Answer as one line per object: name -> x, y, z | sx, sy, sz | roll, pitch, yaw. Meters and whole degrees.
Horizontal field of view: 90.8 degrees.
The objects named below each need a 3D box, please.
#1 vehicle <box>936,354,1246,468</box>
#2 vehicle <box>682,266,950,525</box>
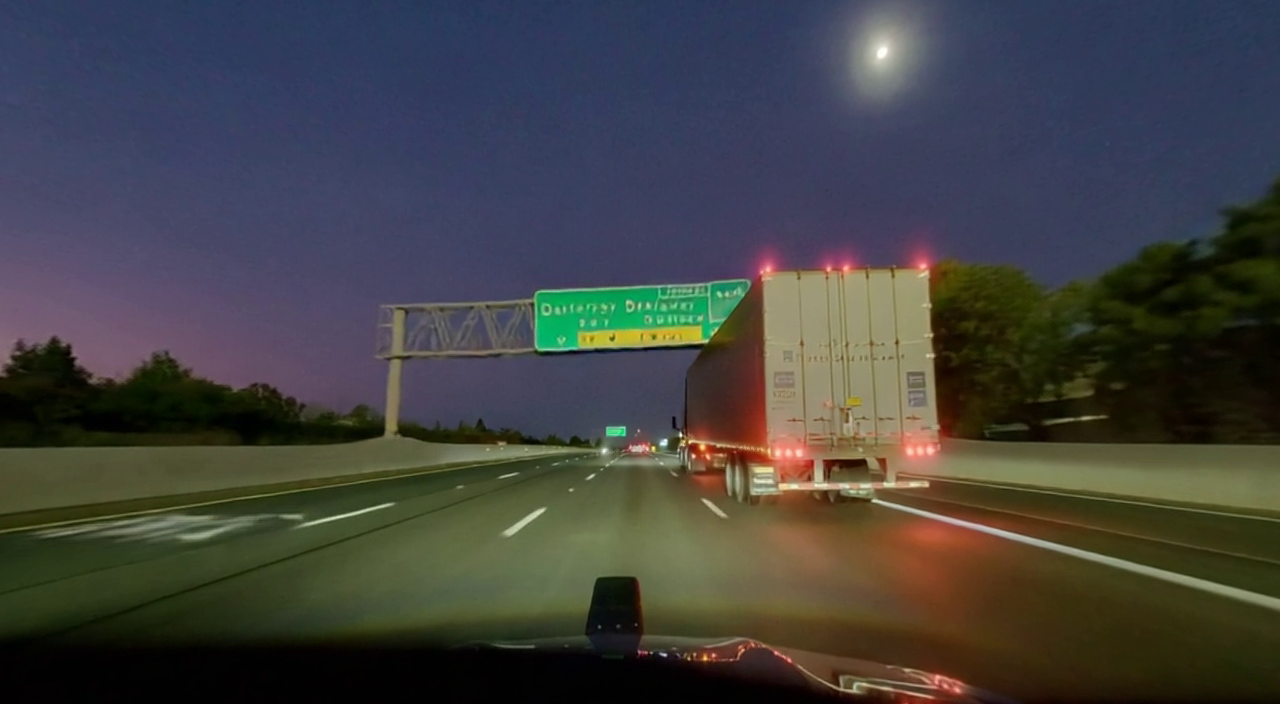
vehicle -> 21.384, 3.523, 32.354 | 4.916, 4.592, 13.750 | 1, -10, -4
vehicle -> 3.307, 1.870, 18.243 | 2.743, 4.160, 16.408 | 0, -9, -1
